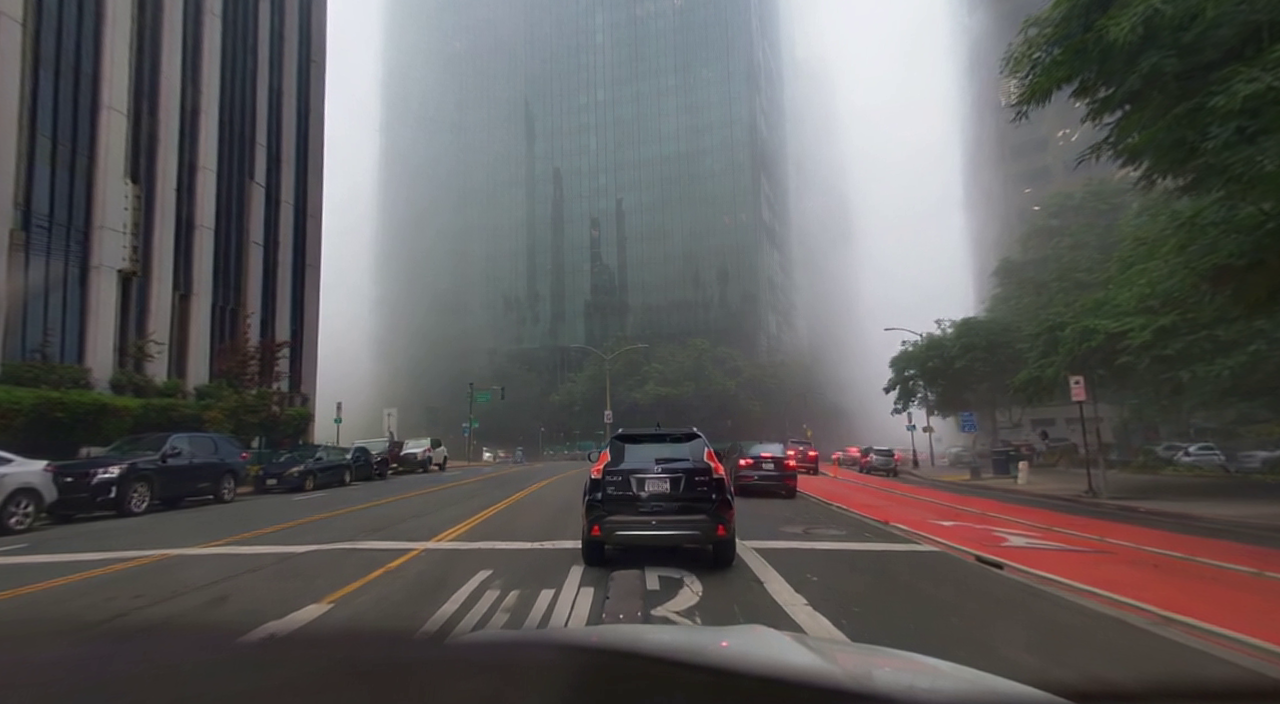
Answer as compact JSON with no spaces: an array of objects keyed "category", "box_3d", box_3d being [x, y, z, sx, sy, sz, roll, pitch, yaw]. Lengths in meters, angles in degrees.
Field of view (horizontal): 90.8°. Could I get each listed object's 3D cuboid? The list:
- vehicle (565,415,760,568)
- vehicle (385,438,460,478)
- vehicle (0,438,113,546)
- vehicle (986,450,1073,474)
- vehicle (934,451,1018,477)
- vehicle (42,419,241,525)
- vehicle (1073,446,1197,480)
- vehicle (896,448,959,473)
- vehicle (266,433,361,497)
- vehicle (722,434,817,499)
[{"category":"vehicle","box_3d":[0.305,1.884,9.264,2.192,1.695,4.142,0,-8,2]},{"category":"vehicle","box_3d":[-11.648,5.691,34.355,2.338,1.963,5.740,0,-8,-3]},{"category":"vehicle","box_3d":[-9.962,1.947,8.686,1.844,1.524,4.371,0,-8,-4]},{"category":"vehicle","box_3d":[28.356,7.997,46.048,5.153,1.626,1.895,-6,-10,36]},{"category":"vehicle","box_3d":[23.900,7.924,45.030,4.956,1.706,1.822,-6,-10,34]},{"category":"vehicle","box_3d":[-10.321,2.471,13.459,1.543,1.946,3.454,1,-8,-5]},{"category":"vehicle","box_3d":[31.205,6.976,40.114,5.890,1.996,2.155,-6,-10,35]},{"category":"vehicle","box_3d":[22.652,8.529,49.815,4.211,1.820,2.094,-5,-10,33]},{"category":"vehicle","box_3d":[-10.947,3.779,21.457,1.559,1.973,3.419,1,-8,-4]},{"category":"vehicle","box_3d":[3.881,3.517,19.857,2.143,1.793,4.763,0,-8,3]}]
